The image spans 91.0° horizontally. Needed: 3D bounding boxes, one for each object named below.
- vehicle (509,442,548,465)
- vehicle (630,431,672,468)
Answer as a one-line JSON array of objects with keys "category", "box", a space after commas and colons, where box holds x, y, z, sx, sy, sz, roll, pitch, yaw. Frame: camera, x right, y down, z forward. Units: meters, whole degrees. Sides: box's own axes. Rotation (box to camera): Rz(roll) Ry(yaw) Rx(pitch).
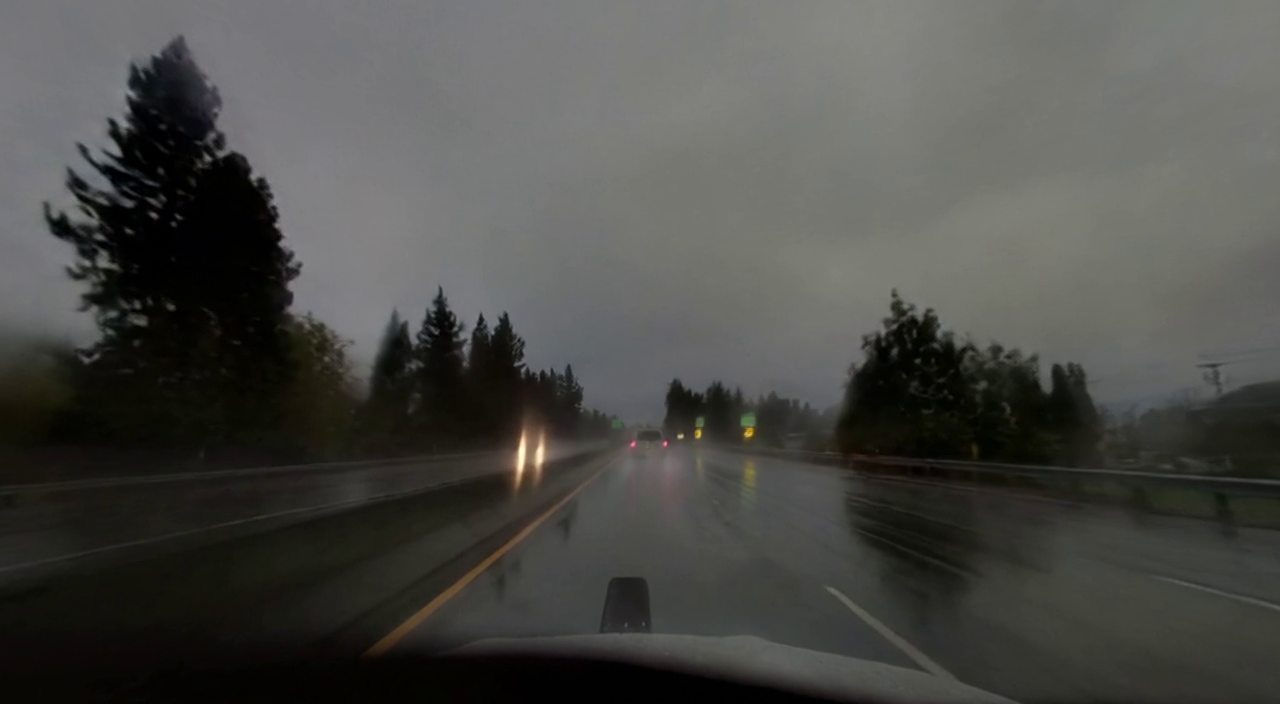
[{"category": "vehicle", "box": [-7.694, 7.024, 43.759, 1.899, 1.513, 4.382, 0, -8, 1]}, {"category": "vehicle", "box": [0.650, 5.643, 36.599, 2.301, 1.944, 4.554, 0, -8, 1]}]
